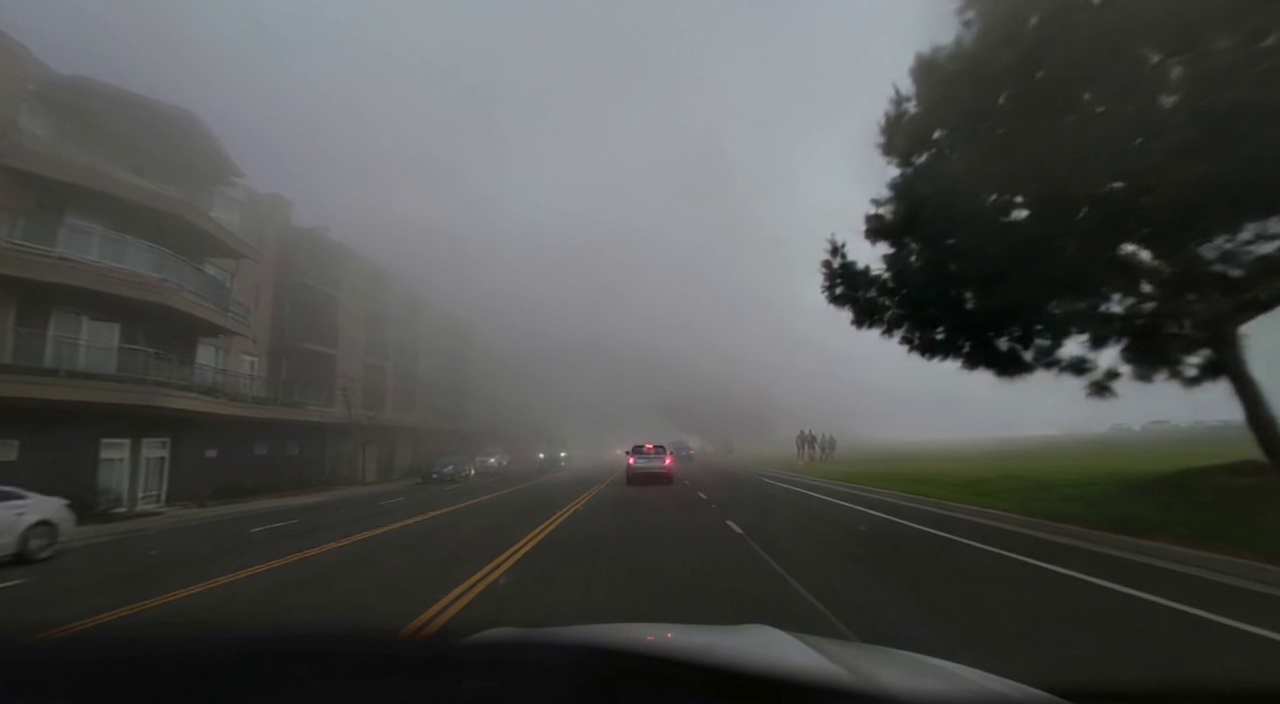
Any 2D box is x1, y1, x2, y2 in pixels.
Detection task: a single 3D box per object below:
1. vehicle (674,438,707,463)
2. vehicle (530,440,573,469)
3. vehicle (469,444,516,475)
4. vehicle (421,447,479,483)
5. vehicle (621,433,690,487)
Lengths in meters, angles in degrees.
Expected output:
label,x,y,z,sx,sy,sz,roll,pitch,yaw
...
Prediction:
label,x,y,z,sx,sy,sz,roll,pitch,yaw
vehicle,3.768,7.399,47.445,2.000,1.809,4.405,0,-8,-1
vehicle,-5.828,6.809,42.097,2.065,1.838,4.846,-1,-8,1
vehicle,-10.011,7.303,43.085,2.032,1.833,4.465,-3,-8,1
vehicle,-10.126,6.038,33.901,1.932,1.607,4.191,-4,-8,-2
vehicle,0.460,3.608,21.287,2.132,1.632,3.838,0,-8,0
